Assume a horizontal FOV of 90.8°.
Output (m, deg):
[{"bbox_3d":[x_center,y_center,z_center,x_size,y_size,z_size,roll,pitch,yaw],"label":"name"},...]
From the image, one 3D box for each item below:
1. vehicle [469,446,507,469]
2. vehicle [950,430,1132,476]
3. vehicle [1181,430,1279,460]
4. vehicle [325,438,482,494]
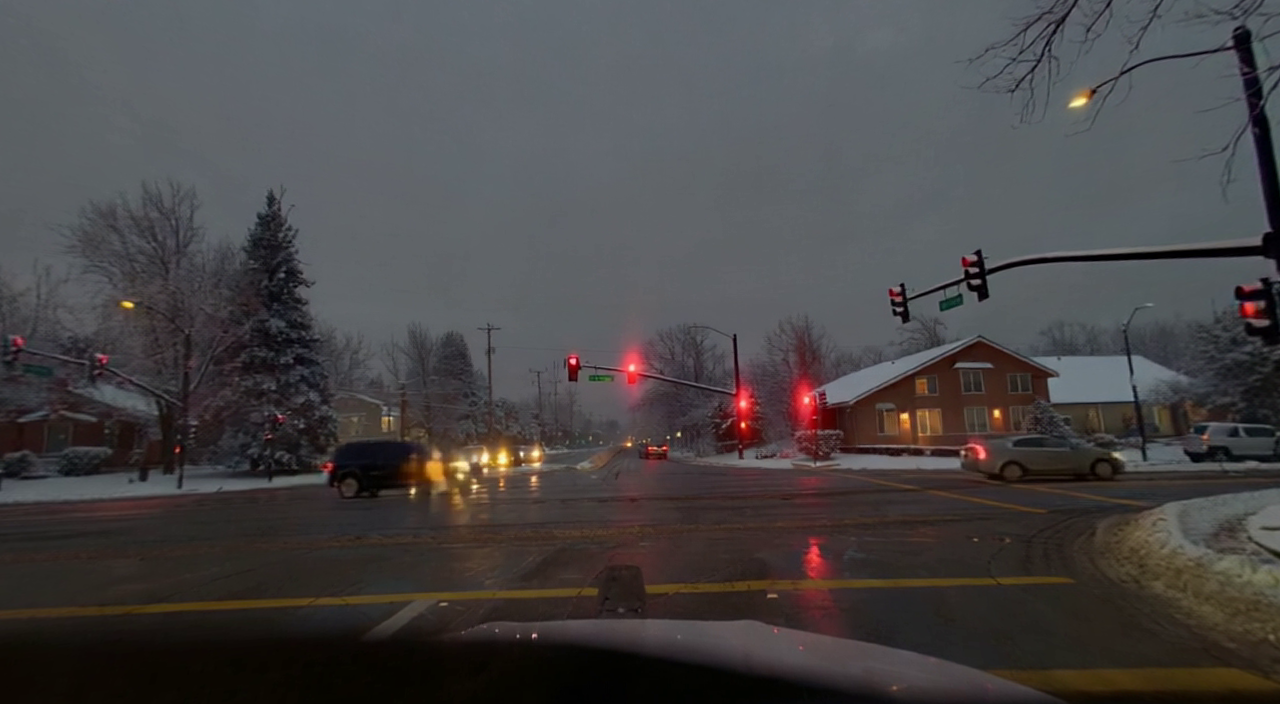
[{"bbox_3d":[-10.736,7.449,44.782,1.881,1.509,3.377,0,-9,0],"label":"vehicle"},{"bbox_3d":[13.564,3.427,21.607,4.823,1.449,2.017,0,-9,0],"label":"vehicle"},{"bbox_3d":[31.336,4.880,33.040,4.318,1.488,1.870,0,-9,-1],"label":"vehicle"},{"bbox_3d":[-7.758,3.769,21.099,4.431,1.739,1.935,0,-9,1],"label":"vehicle"}]
